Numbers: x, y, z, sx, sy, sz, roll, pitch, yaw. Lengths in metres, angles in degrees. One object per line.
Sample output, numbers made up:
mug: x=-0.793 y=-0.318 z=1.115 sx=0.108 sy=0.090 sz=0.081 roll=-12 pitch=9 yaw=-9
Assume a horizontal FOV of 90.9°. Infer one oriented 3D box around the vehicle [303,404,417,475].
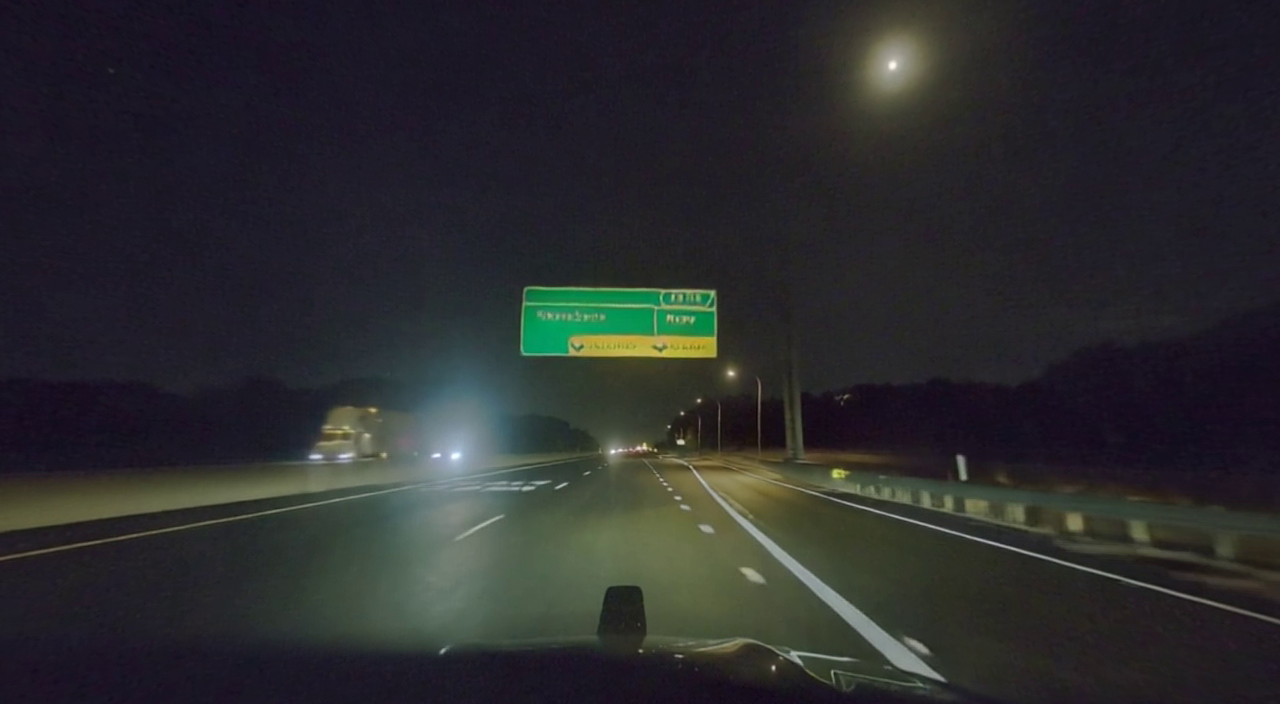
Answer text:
vehicle: x=-17.977 y=5.835 z=41.582 sx=3.044 sy=4.093 sz=10.129 roll=0 pitch=-9 yaw=-1
